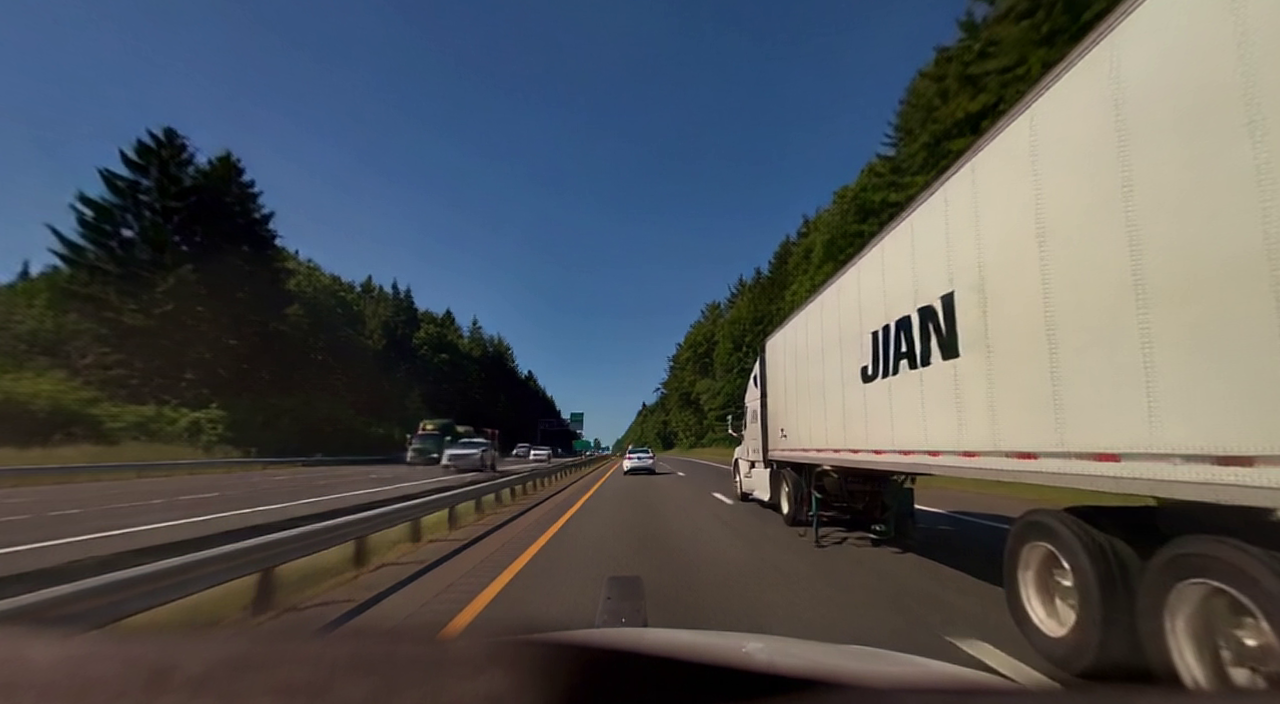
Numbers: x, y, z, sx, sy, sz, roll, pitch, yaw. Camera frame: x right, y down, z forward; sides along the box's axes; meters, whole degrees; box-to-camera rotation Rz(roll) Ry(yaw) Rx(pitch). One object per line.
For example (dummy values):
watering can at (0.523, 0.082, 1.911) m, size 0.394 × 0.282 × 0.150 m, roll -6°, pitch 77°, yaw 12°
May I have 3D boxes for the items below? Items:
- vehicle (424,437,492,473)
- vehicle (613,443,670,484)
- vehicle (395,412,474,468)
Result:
vehicle at (-8.753, 5.016, 30.746) m, size 1.984 × 1.613 × 4.329 m, roll 0°, pitch -9°, yaw 1°
vehicle at (0.048, 4.496, 25.704) m, size 2.114 × 1.523 × 4.012 m, roll 0°, pitch -9°, yaw 0°
vehicle at (-13.318, 5.832, 41.550) m, size 2.649 × 3.362 × 7.432 m, roll 0°, pitch -9°, yaw 0°
